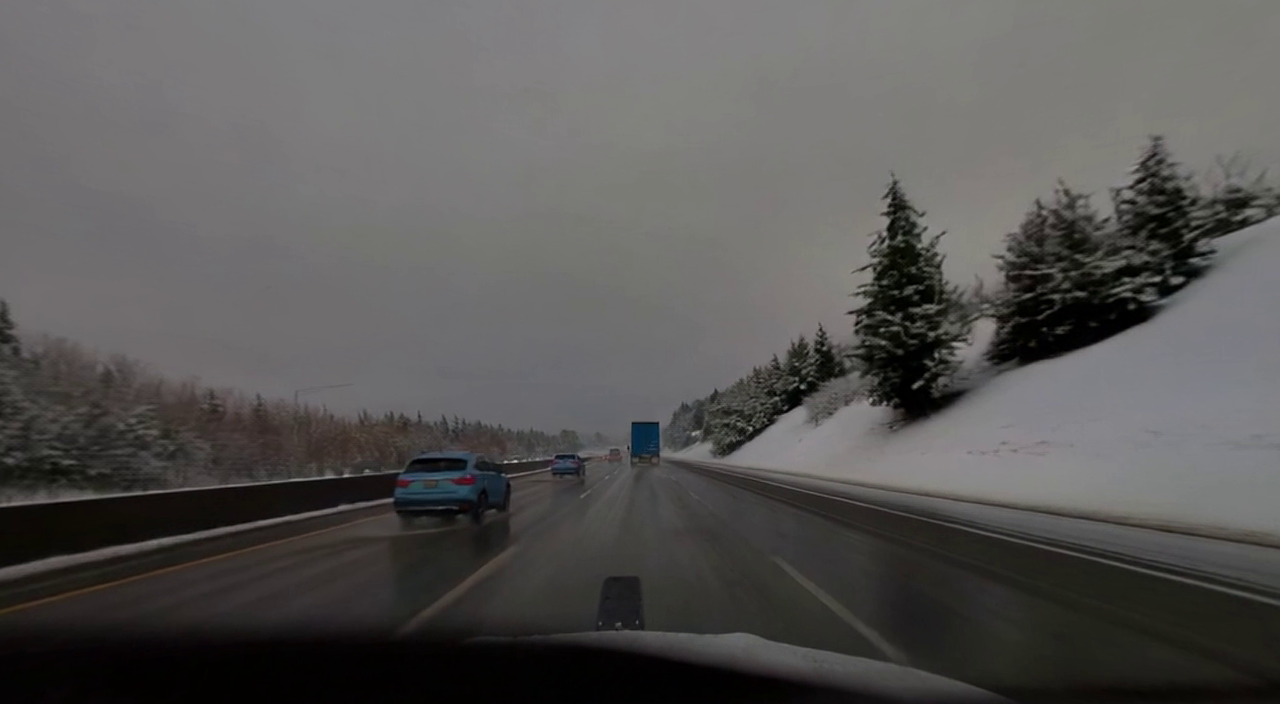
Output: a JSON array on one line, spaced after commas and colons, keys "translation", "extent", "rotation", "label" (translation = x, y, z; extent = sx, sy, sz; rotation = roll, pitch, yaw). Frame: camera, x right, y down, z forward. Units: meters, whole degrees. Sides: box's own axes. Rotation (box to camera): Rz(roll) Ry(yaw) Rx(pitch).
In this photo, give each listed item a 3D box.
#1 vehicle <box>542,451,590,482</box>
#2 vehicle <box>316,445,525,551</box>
[{"translation": [-3.922, 6.153, 34.080], "extent": [2.051, 1.537, 4.111], "rotation": [0, -9, 0], "label": "vehicle"}, {"translation": [-3.594, 2.471, 11.490], "extent": [2.053, 1.489, 4.740], "rotation": [0, -9, 1], "label": "vehicle"}]
